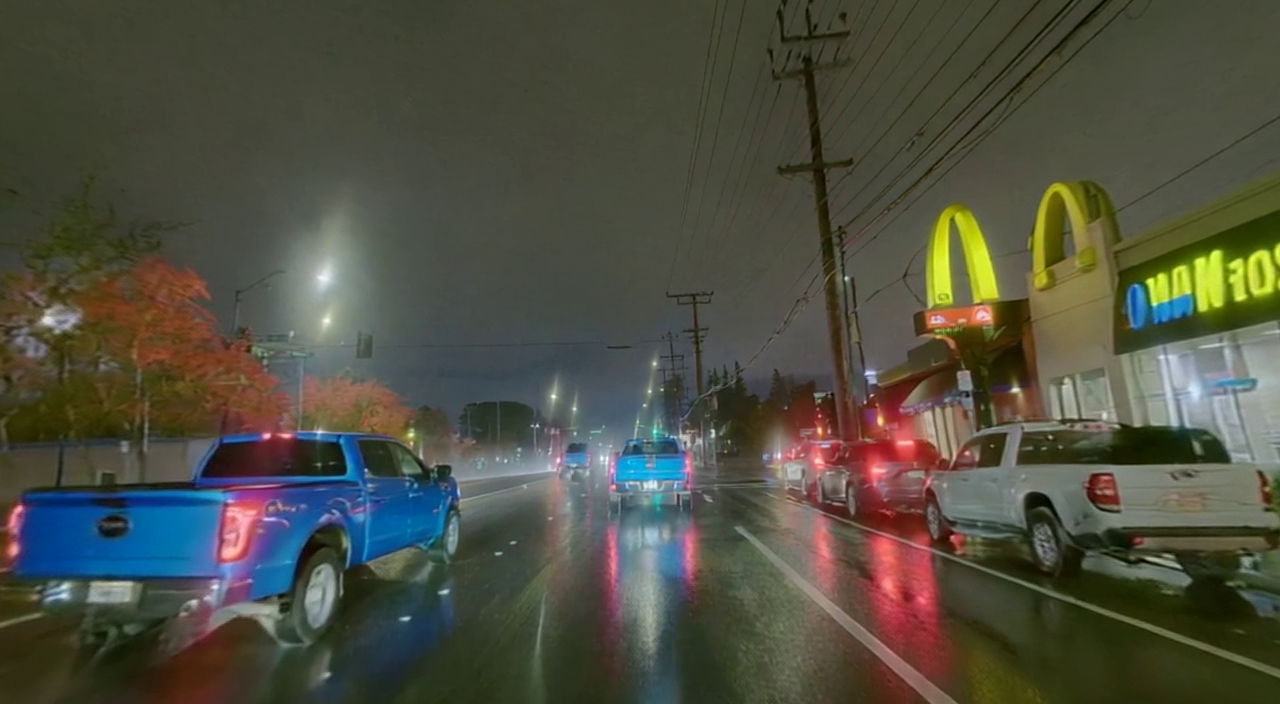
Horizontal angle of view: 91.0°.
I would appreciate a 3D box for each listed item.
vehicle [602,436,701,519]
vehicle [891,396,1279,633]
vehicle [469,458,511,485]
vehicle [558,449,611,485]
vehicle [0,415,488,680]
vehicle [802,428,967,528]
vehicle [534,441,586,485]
[{"bbox_3d":[0.445,3.001,15.659,2.089,1.699,4.650,0,-9,5],"label":"vehicle"},{"bbox_3d":[4.912,1.608,7.296,2.007,1.786,4.870,0,-9,0],"label":"vehicle"},{"bbox_3d":[-11.739,9.393,49.721,2.081,1.925,5.632,0,-9,-1],"label":"vehicle"},{"bbox_3d":[-2.931,6.225,34.453,2.140,1.768,5.092,0,-9,3],"label":"vehicle"},{"bbox_3d":[-3.139,1.518,6.149,1.995,1.554,4.618,0,-9,2],"label":"vehicle"},{"bbox_3d":[5.120,2.674,13.986,1.974,1.823,4.576,0,-9,2],"label":"vehicle"},{"bbox_3d":[-5.759,8.087,46.456,2.619,2.948,7.193,0,-9,2],"label":"vehicle"}]
